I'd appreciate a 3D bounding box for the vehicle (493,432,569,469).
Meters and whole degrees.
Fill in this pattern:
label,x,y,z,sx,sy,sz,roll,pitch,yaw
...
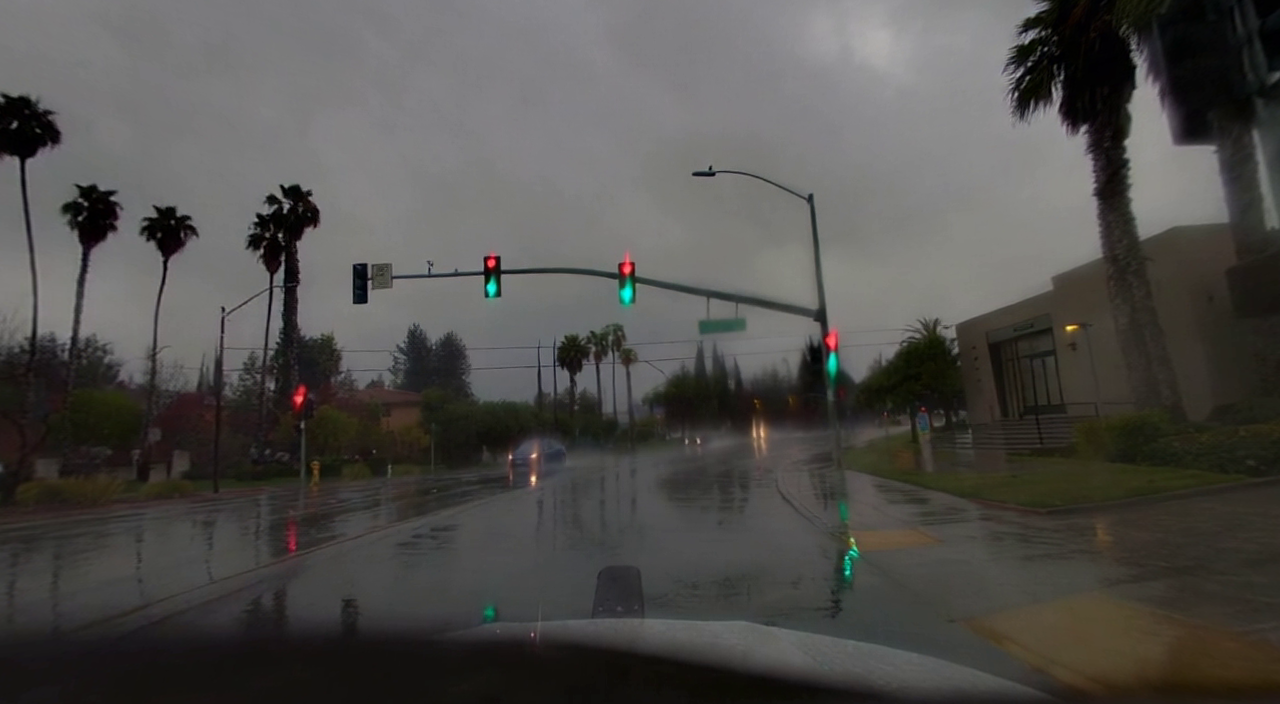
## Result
label,x,y,z,sx,sy,sz,roll,pitch,yaw
vehicle,-5.696,5.236,33.641,2.181,1.792,4.648,-3,-9,16
